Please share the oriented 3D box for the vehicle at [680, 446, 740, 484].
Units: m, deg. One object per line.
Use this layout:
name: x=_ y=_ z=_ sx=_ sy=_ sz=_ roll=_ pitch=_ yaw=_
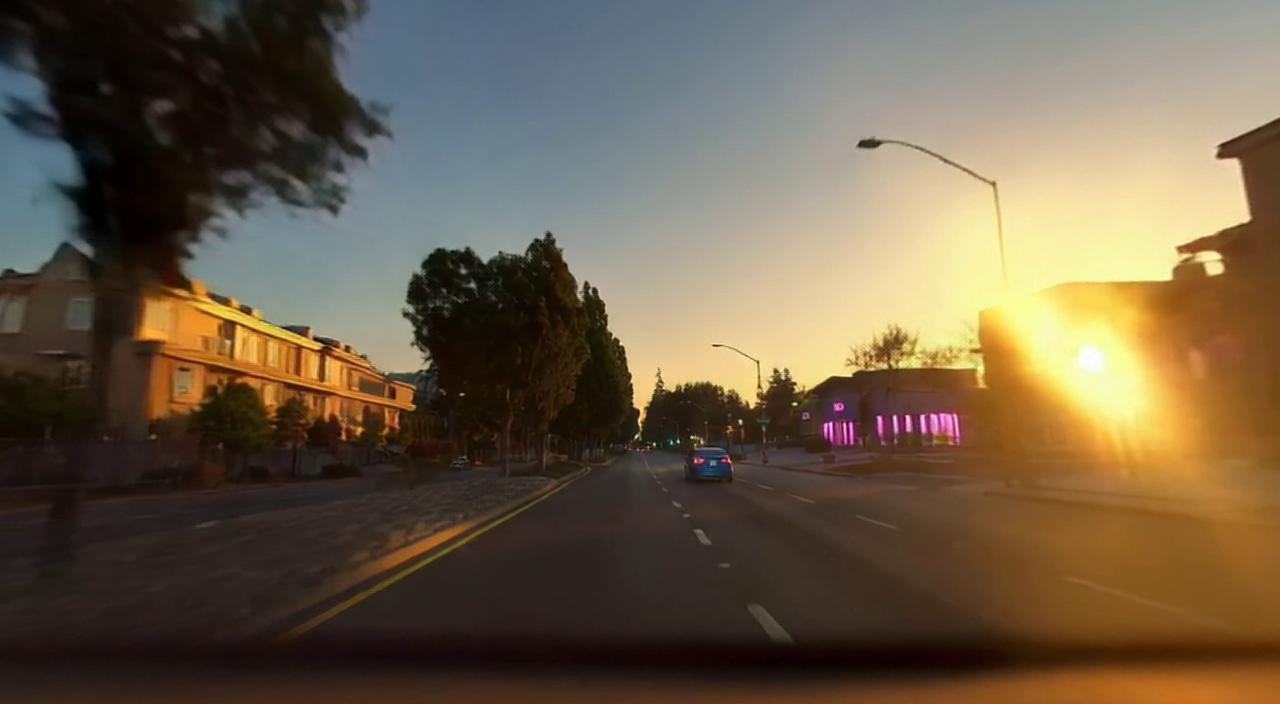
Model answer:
vehicle: x=2.802 y=4.659 z=26.394 sx=1.929 sy=1.411 sz=4.284 roll=0 pitch=-9 yaw=-1
